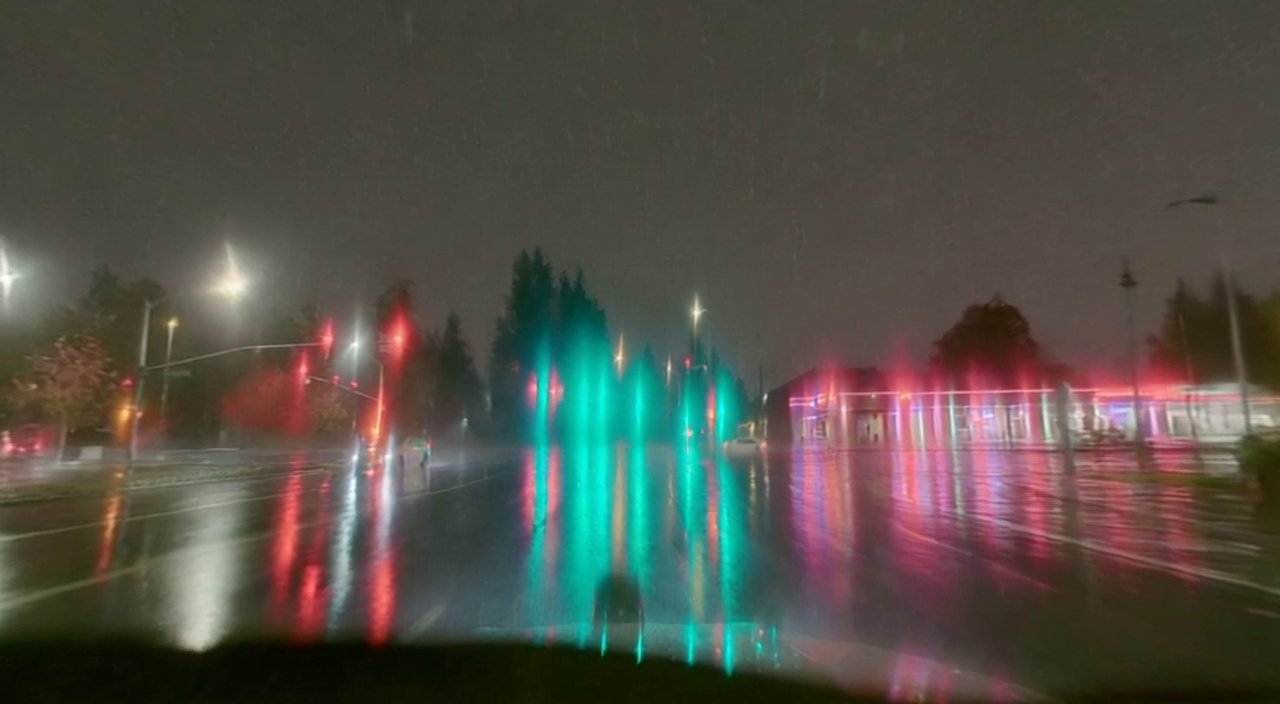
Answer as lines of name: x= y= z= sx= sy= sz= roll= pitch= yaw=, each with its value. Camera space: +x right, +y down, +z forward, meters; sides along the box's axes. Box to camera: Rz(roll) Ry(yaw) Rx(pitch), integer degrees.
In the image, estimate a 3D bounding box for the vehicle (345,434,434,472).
vehicle: x=-10.731 y=4.368 z=27.417 sx=1.924 sy=1.502 sz=4.727 roll=0 pitch=-9 yaw=0
